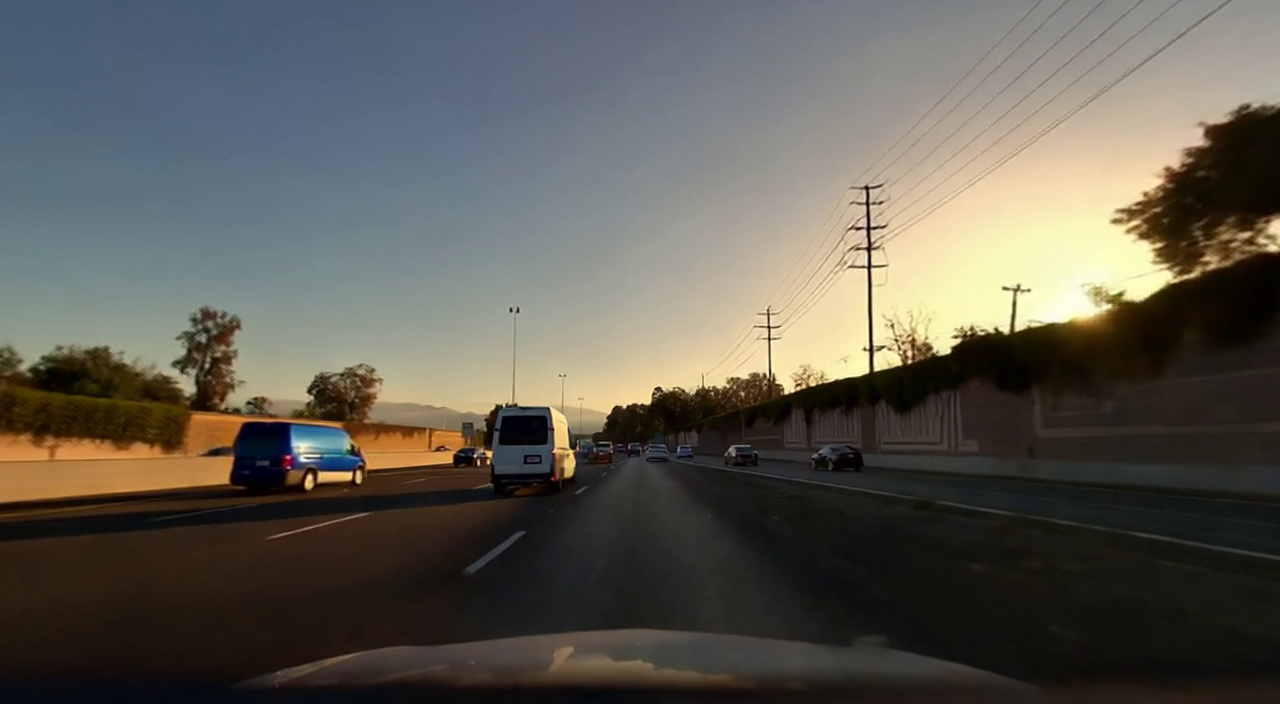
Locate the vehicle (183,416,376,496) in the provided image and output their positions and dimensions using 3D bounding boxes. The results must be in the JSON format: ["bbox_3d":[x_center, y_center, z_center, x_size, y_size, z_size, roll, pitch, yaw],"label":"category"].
[{"bbox_3d":[-11.295,3.354,20.606,2.596,2.162,6.328,0,-9,-1],"label":"vehicle"}]

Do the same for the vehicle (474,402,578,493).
[{"bbox_3d":[-3.660,3.258,21.572,2.395,2.660,5.827,0,-9,0],"label":"vehicle"}]

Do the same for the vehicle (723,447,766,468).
[{"bbox_3d":[7.728,7.828,46.884,2.095,1.504,4.536,0,-9,-4],"label":"vehicle"}]

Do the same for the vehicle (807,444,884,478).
[{"bbox_3d":[9.719,5.193,30.203,2.052,1.470,4.364,0,-9,-3],"label":"vehicle"}]

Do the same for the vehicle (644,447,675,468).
[{"bbox_3d":[1.418,7.915,47.533,2.084,1.492,4.137,0,-9,-1],"label":"vehicle"}]
